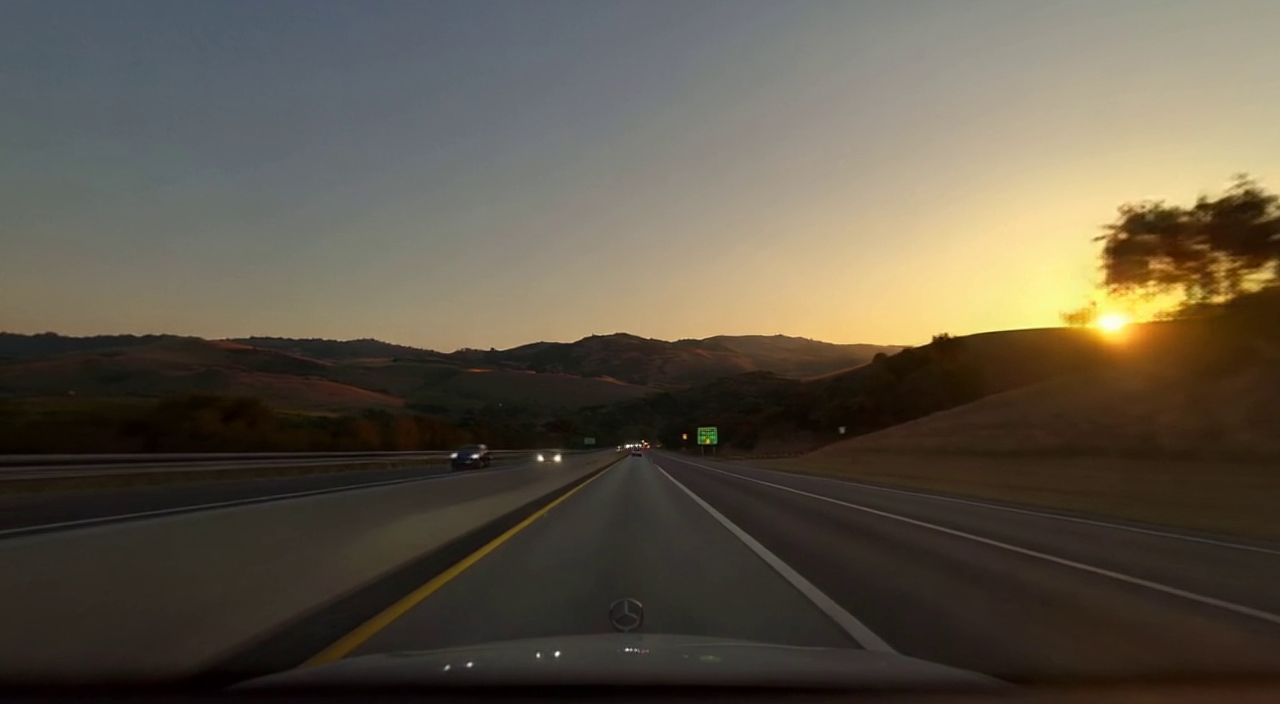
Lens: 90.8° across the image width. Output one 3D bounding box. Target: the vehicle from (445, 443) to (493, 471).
[{"bbox_3d":[-11.531,7.103,42.799,1.970,1.755,4.306,0,-9,0],"label":"vehicle"}]
